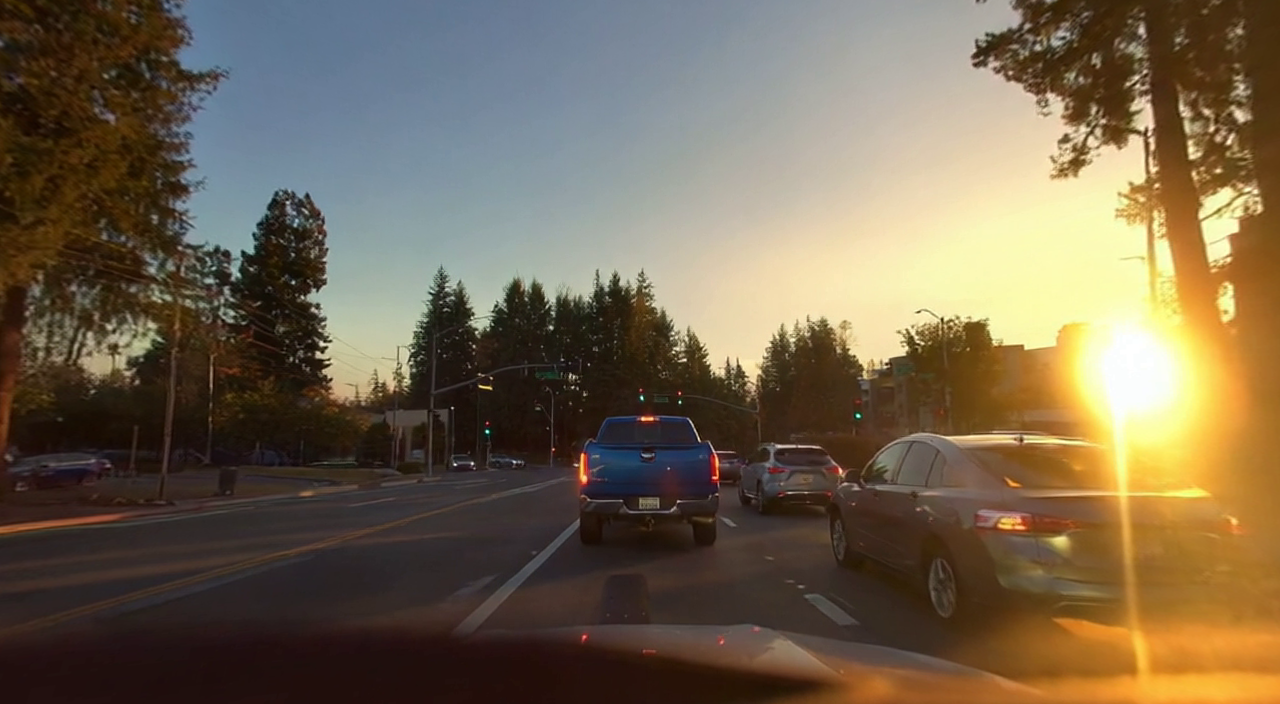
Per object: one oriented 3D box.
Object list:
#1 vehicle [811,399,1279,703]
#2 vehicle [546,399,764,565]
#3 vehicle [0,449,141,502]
[{"bbox_3d":[3.323,1.441,5.544,2.155,1.667,5.162,0,-9,0],"label":"vehicle"},{"bbox_3d":[0.194,1.986,10.451,2.636,2.011,5.425,0,-8,0],"label":"vehicle"},{"bbox_3d":[-21.747,4.577,23.858,2.062,1.764,4.508,0,-8,-2],"label":"vehicle"}]
